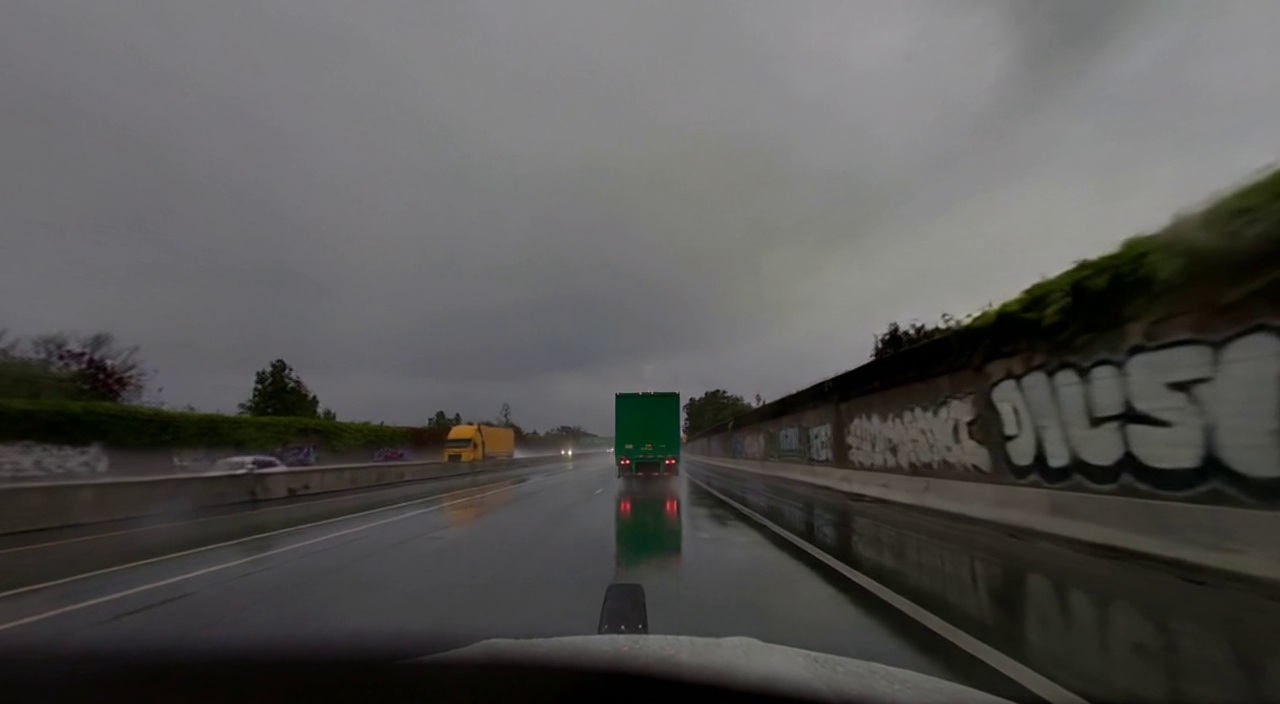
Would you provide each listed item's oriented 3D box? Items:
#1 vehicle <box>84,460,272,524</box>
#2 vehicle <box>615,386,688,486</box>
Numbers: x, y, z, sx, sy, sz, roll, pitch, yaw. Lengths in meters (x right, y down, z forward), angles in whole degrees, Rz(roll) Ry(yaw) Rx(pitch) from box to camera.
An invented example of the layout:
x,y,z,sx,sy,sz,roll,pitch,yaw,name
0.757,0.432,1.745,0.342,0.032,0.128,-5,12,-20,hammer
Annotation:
x,y,z,sx,sy,sz,roll,pitch,yaw,name
-12.085,3.639,16.915,1.795,1.426,4.297,0,-9,-1,vehicle
0.362,4.119,30.088,2.900,3.955,10.151,0,-9,-1,vehicle
